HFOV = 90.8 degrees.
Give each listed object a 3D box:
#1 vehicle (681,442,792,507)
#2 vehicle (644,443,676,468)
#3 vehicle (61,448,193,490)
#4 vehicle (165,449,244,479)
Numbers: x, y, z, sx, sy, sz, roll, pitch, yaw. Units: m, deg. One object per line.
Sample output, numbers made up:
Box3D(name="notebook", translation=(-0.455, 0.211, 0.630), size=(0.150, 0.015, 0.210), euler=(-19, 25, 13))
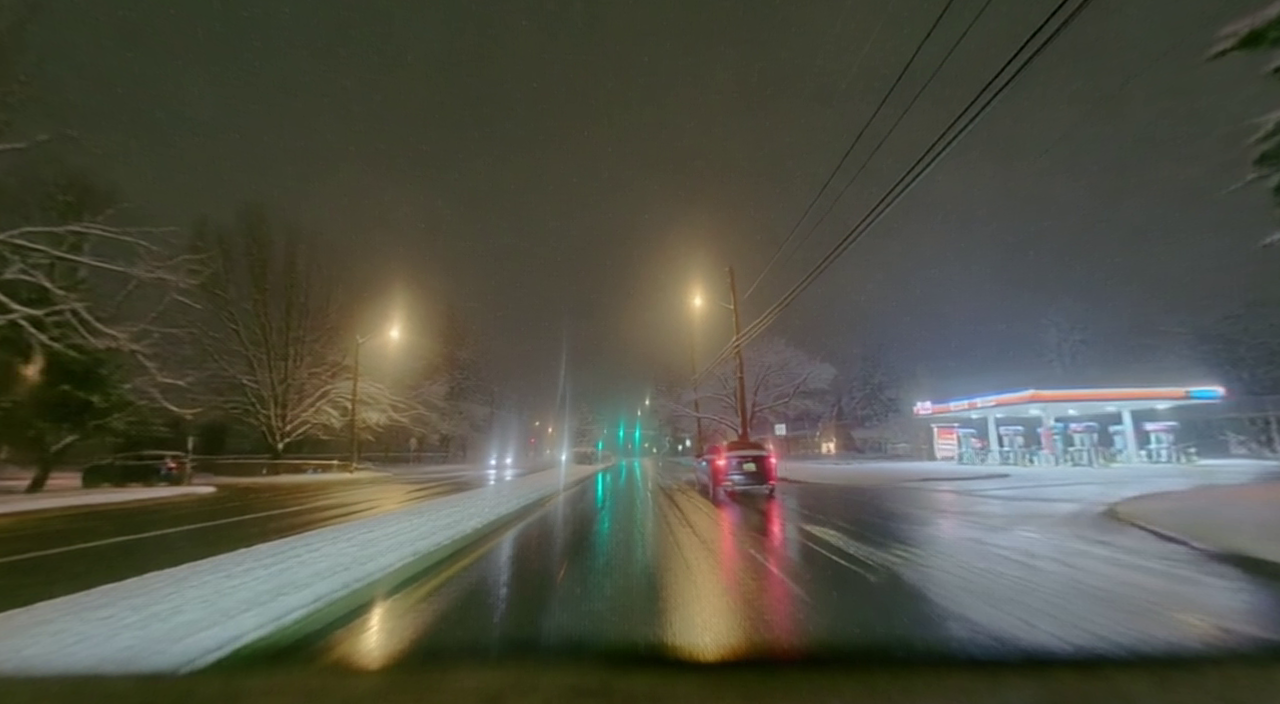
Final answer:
Box3D(name="vehicle", translation=(2.377, 3.155, 16.810), size=(2.061, 1.475, 4.296), euler=(0, -9, -3))
Box3D(name="vehicle", translation=(1.537, 8.099, 49.822), size=(2.115, 1.840, 4.777), euler=(0, -9, -3))
Box3D(name="vehicle", translation=(-24.544, 5.569, 30.548), size=(2.082, 1.829, 5.094), euler=(0, -9, -1))
Box3D(name="vehicle", translation=(-29.902, 7.684, 43.609), size=(2.116, 1.874, 4.709), euler=(0, -9, -1))
